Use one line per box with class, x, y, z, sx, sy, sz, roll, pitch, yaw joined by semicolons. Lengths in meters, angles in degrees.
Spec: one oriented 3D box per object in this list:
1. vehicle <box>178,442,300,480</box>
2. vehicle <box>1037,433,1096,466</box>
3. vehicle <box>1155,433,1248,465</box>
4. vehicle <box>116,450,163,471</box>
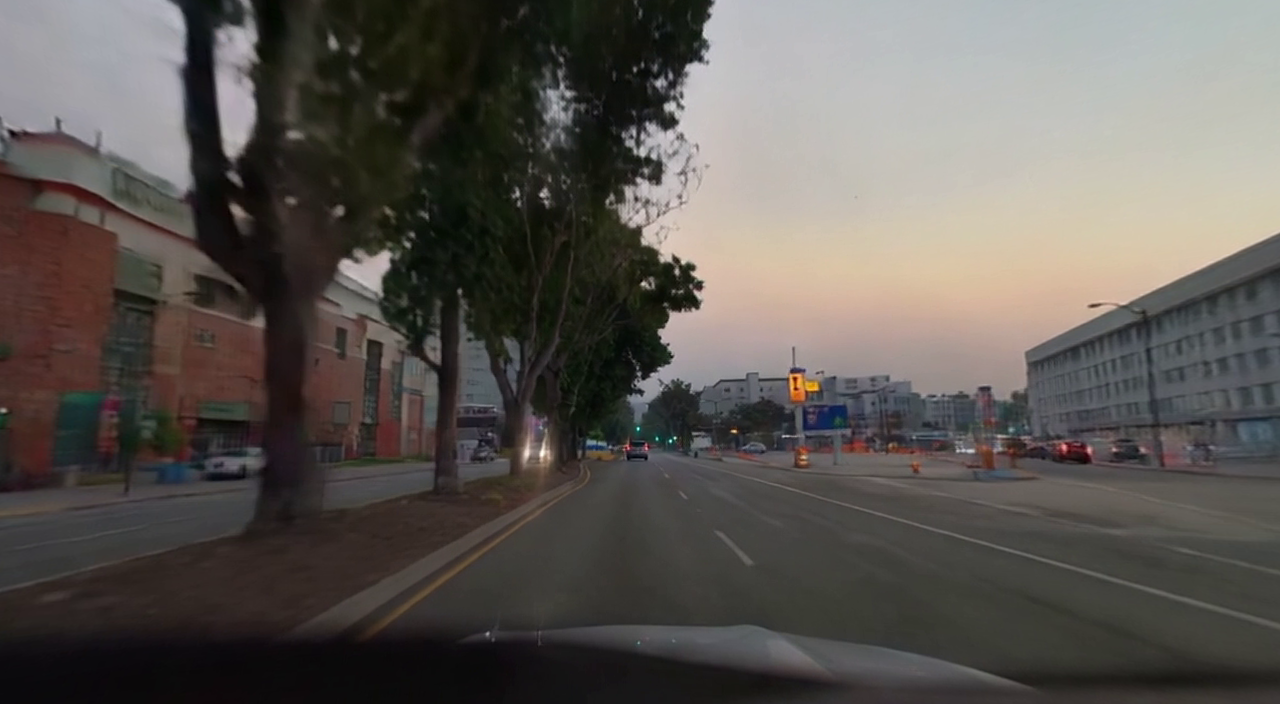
vehicle;-23.103;6.269;36.743;5.745;1.920;2.281;3;-9;-30
vehicle;31.111;7.097;46.239;2.541;2.248;5.629;-4;-9;24
vehicle;36.058;6.215;40.599;4.710;1.864;1.949;0;-8;-13
vehicle;-37.563;8.099;47.405;3.953;1.457;1.920;-7;-11;40
